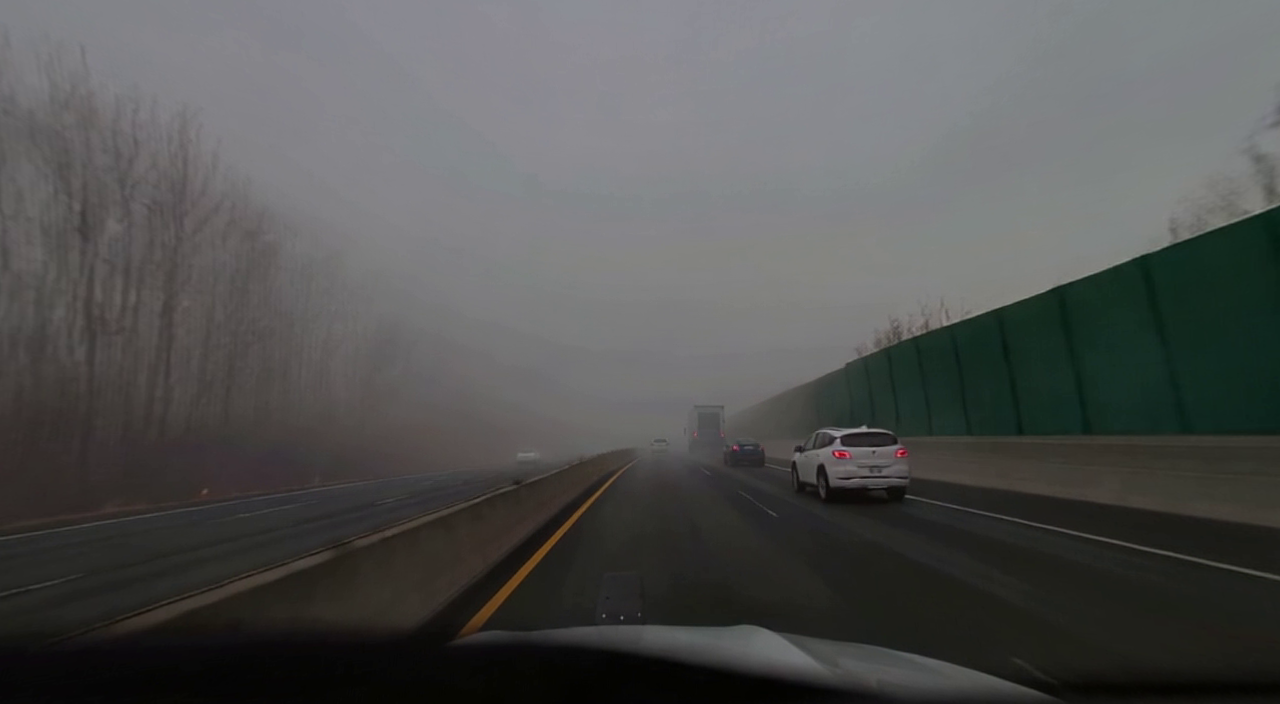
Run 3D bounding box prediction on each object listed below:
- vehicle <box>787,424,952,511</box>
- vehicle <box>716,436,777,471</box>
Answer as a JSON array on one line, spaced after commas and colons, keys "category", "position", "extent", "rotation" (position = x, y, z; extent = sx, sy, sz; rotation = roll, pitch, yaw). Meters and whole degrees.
[{"category": "vehicle", "position": [4.604, 2.370, 13.377], "extent": [1.940, 1.539, 4.005], "rotation": [0, -8, -1]}, {"category": "vehicle", "position": [4.808, 4.642, 29.095], "extent": [2.000, 1.473, 4.440], "rotation": [0, -8, -1]}]
